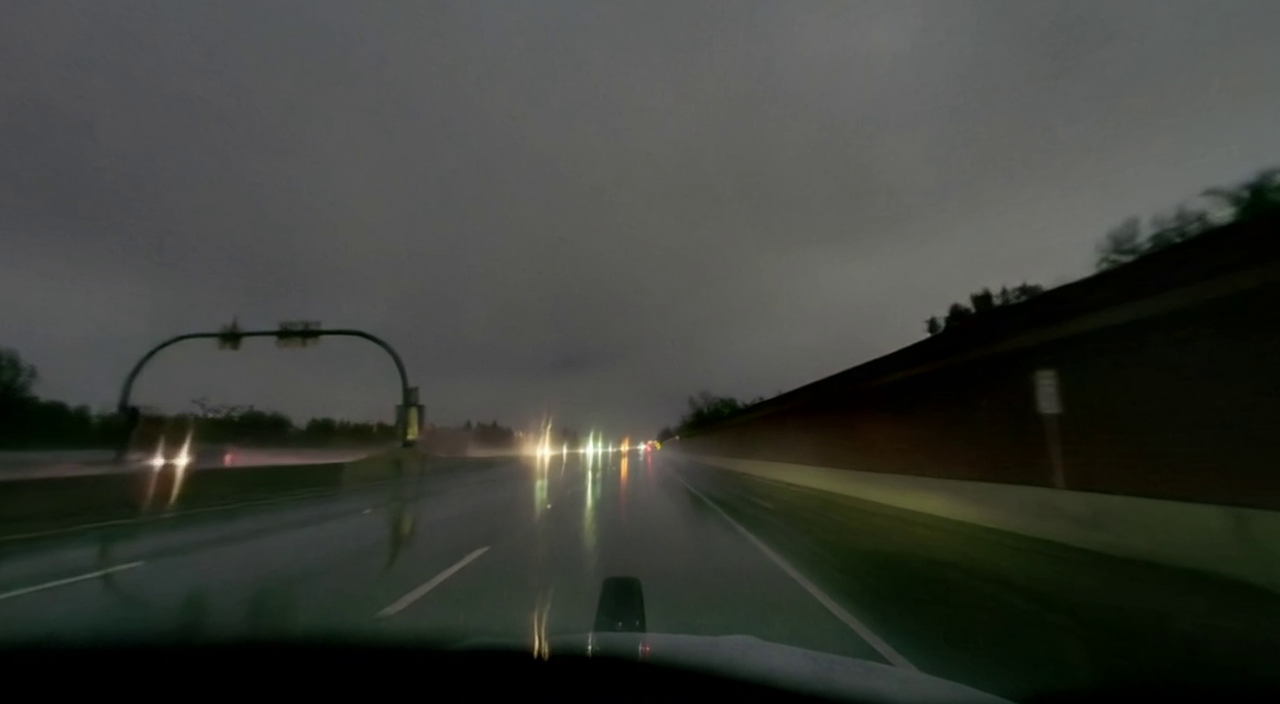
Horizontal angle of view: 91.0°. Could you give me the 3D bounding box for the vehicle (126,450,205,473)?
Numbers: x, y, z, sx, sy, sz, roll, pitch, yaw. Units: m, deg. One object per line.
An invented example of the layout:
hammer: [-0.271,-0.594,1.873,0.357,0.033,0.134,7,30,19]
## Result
vehicle: [-34.804,8.044,46.376,1.951,1.596,4.811,0,-9,1]
